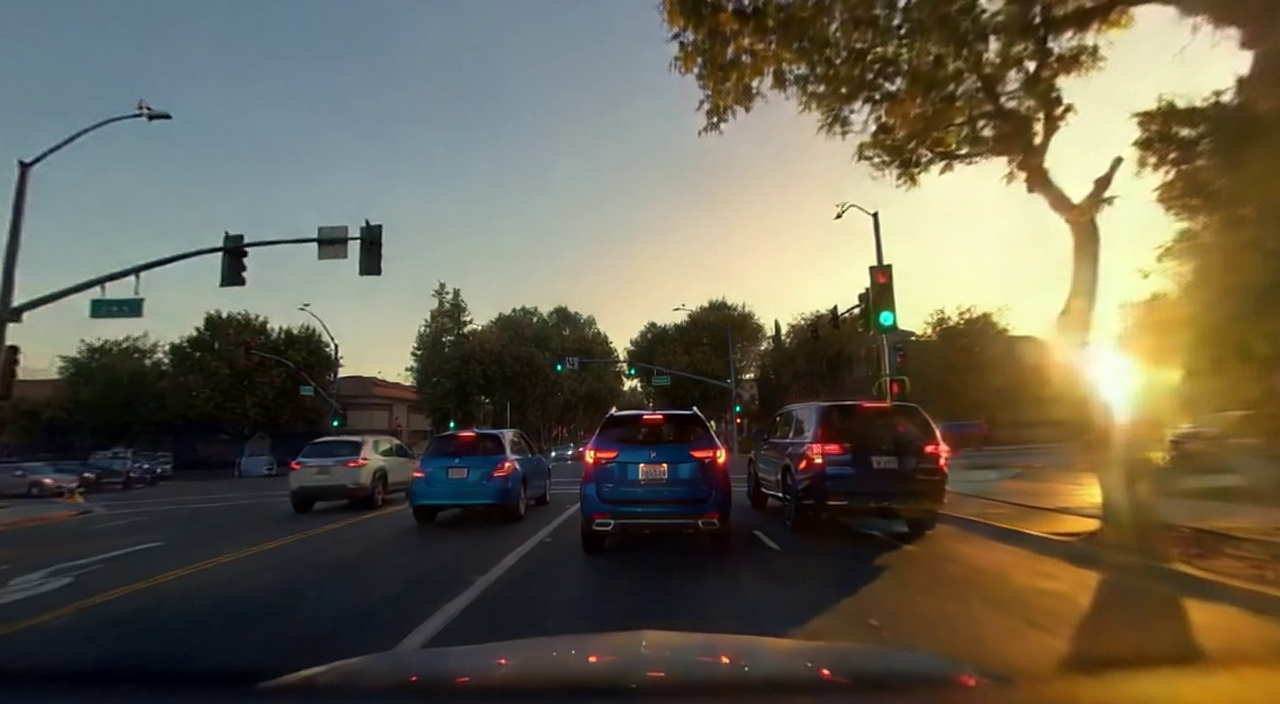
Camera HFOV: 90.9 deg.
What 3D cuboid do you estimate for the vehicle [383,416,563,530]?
[{"bbox_3d":[-2.739,2.131,11.626,2.058,1.659,4.514,0,-9,0],"label":"vehicle"}]

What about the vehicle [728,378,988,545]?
[{"bbox_3d":[3.105,1.778,10.736,2.338,2.063,5.672,0,-9,0],"label":"vehicle"}]

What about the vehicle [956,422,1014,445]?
[{"bbox_3d":[23.776,5.684,43.578,1.830,1.516,3.943,0,-9,1],"label":"vehicle"}]

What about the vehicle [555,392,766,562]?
[{"bbox_3d":[0.200,1.636,8.850,2.235,1.778,4.178,0,-8,0],"label":"vehicle"}]

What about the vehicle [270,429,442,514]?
[{"bbox_3d":[-6.332,2.702,14.758,2.052,1.664,4.476,0,-8,-2],"label":"vehicle"}]

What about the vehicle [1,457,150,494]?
[{"bbox_3d":[-23.999,5.239,26.911,4.383,1.456,1.999,0,-9,-1],"label":"vehicle"}]
